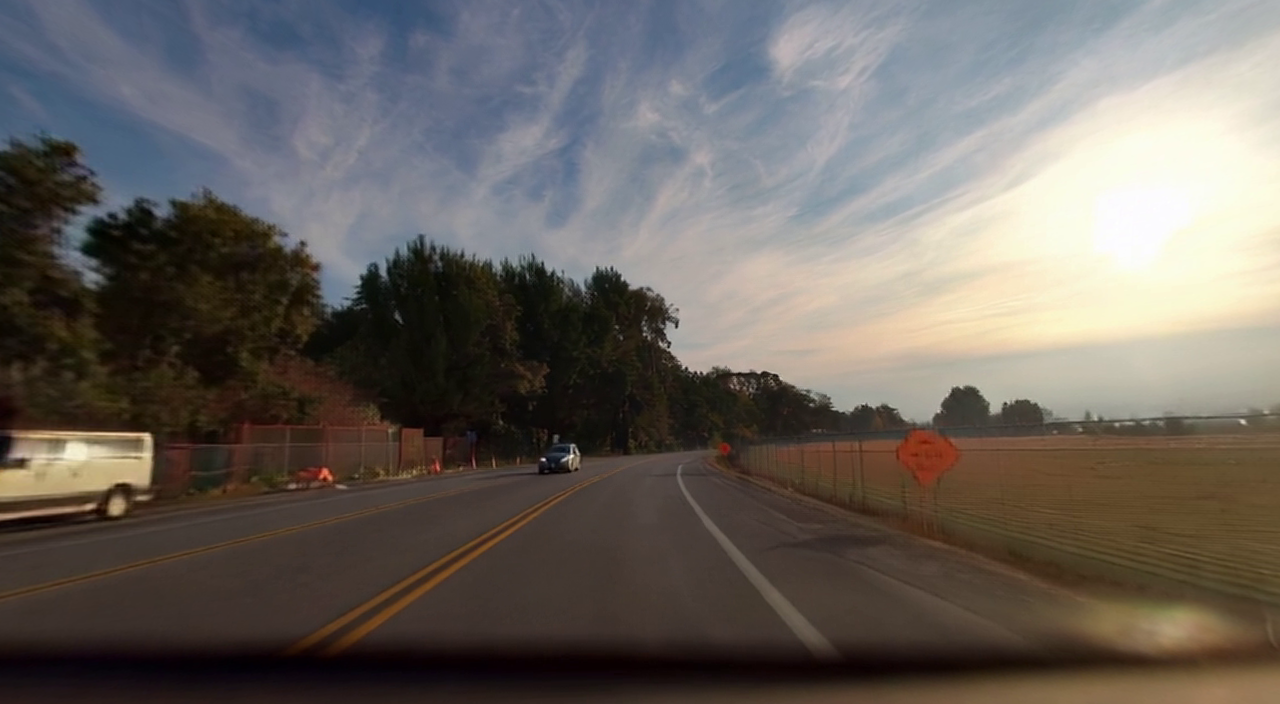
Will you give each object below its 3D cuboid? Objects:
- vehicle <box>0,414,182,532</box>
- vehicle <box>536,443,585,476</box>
[{"bbox_3d":[-12.237,2.338,12.336,2.244,2.022,6.102,-2,-8,-2],"label":"vehicle"},{"bbox_3d":[-3.884,5.345,31.518,1.737,1.525,3.760,-1,-9,4],"label":"vehicle"}]
